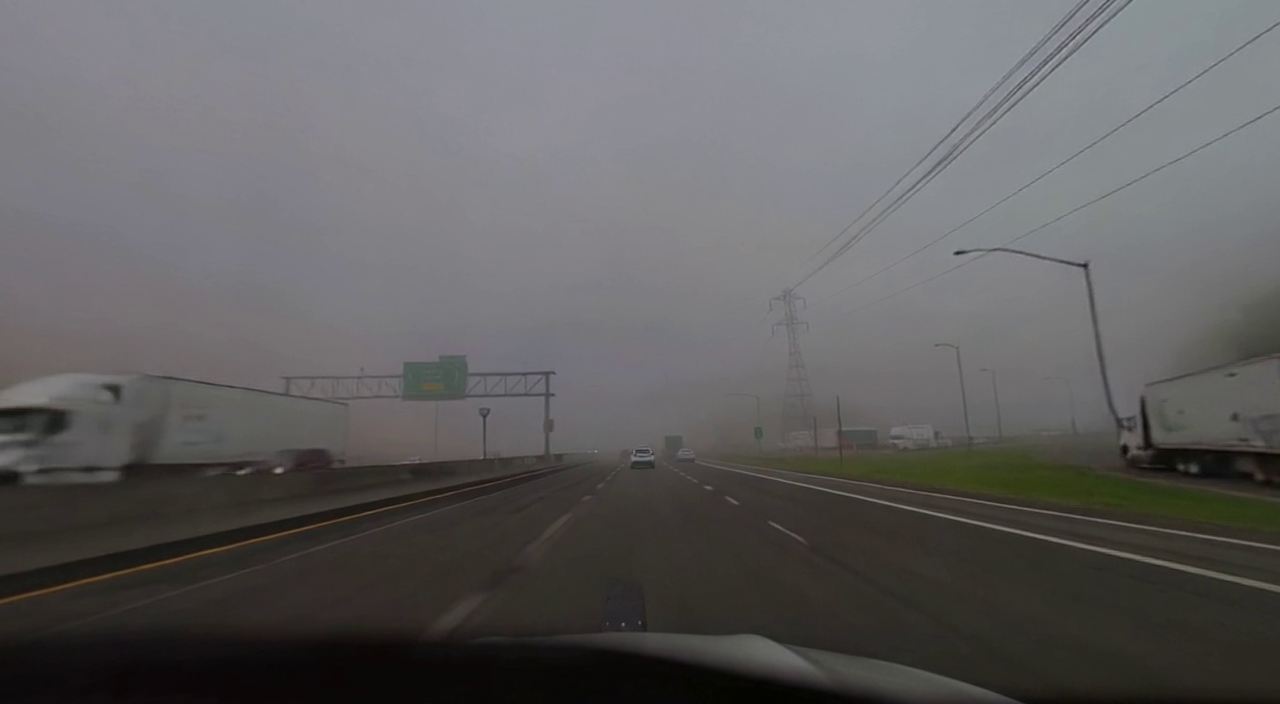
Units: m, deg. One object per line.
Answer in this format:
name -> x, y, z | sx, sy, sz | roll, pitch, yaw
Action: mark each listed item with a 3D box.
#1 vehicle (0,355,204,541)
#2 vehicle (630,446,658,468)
vehicle -> -15.513, 2.563, 16.796 | 2.996, 4.046, 6.372 | 0, -9, 0
vehicle -> 0.323, 8.017, 48.220 | 2.111, 1.599, 3.859 | 0, -9, 1
